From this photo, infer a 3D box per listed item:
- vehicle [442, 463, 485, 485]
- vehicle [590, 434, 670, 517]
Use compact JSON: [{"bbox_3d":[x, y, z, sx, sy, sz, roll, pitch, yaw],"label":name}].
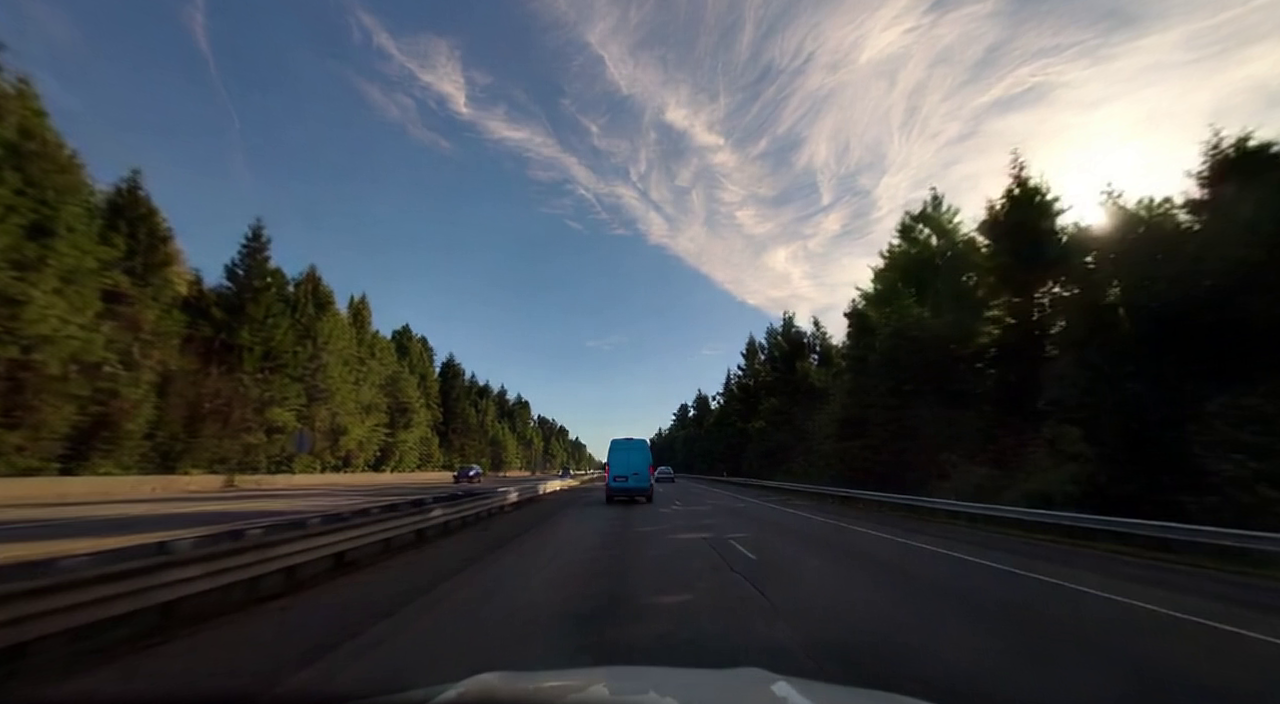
[{"bbox_3d":[-13.464,9.326,48.254,1.950,1.574,4.596,1,-10,0],"label":"vehicle"},{"bbox_3d":[-0.444,4.284,22.143,2.375,2.432,6.161,1,-10,-3],"label":"vehicle"}]
